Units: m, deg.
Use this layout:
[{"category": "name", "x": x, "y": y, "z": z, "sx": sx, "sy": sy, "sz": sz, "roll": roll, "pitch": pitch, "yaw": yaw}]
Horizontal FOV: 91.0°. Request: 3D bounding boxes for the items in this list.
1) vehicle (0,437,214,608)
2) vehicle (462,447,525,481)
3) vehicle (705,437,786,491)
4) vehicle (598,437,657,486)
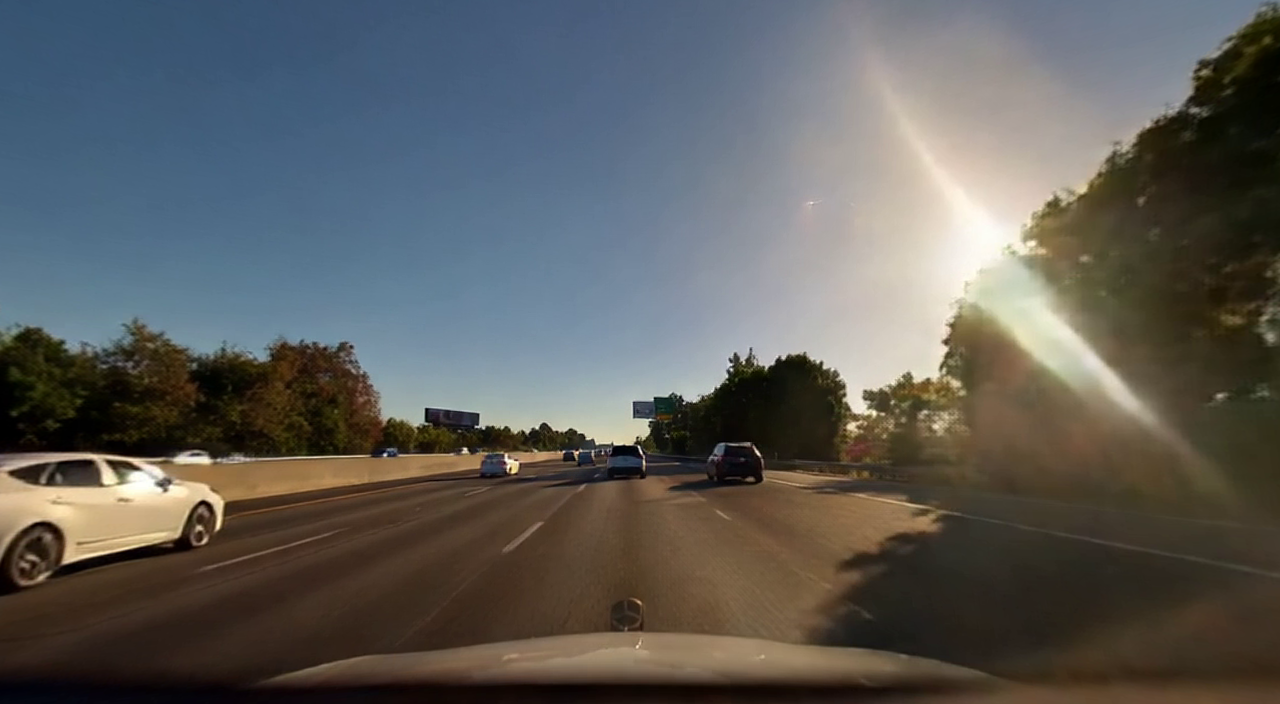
[{"category": "vehicle", "x": -6.662, "y": 1.578, "z": 5.981, "sx": 1.918, "sy": 1.509, "sz": 4.736, "roll": 0, "pitch": -9, "yaw": 0}, {"category": "vehicle", "x": -7.054, "y": 5.408, "z": 30.736, "sx": 1.892, "sy": 1.468, "sz": 4.792, "roll": 0, "pitch": -9, "yaw": 0}, {"category": "vehicle", "x": 3.583, "y": 3.889, "z": 22.226, "sx": 1.925, "sy": 1.716, "sz": 4.378, "roll": 0, "pitch": -9, "yaw": -2}, {"category": "vehicle", "x": -0.477, "y": 4.298, "z": 25.110, "sx": 2.127, "sy": 1.749, "sz": 4.776, "roll": 0, "pitch": -9, "yaw": 0}]
